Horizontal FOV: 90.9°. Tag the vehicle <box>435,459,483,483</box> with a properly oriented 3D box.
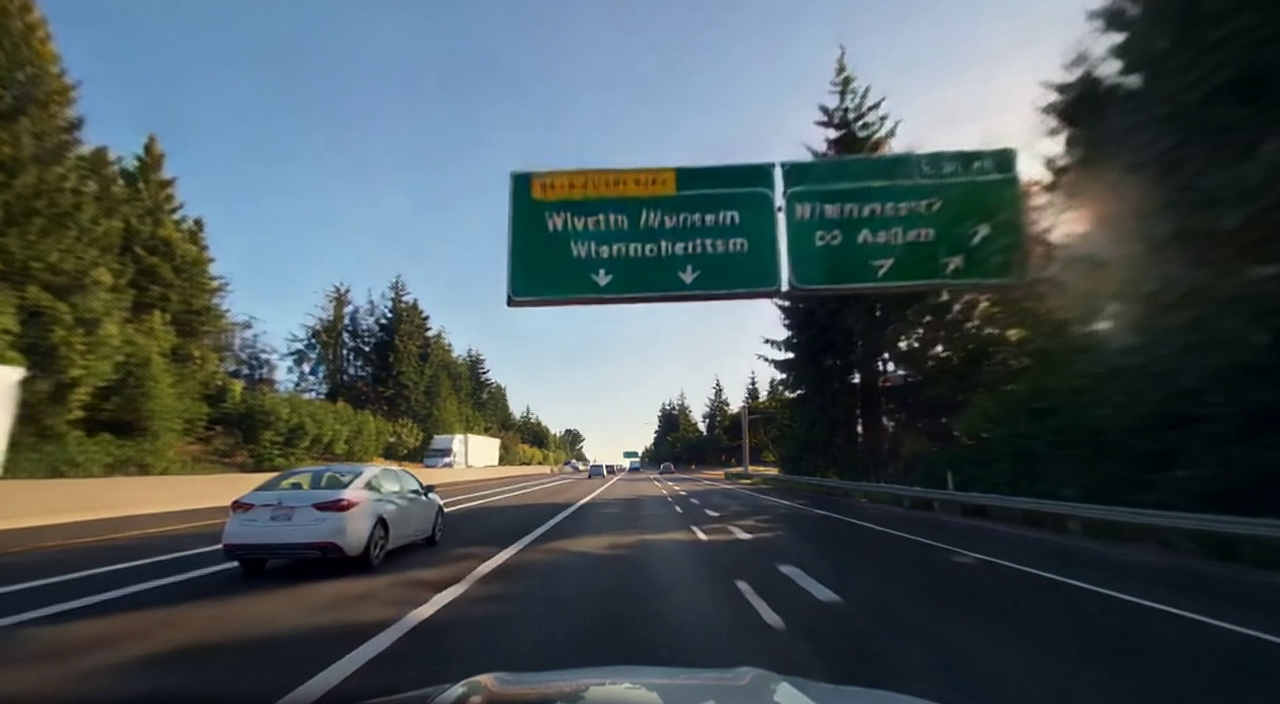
[{"bbox_3d":[-12.091,7.957,42.339,1.852,1.479,4.517,1,-10,0],"label":"vehicle"}]

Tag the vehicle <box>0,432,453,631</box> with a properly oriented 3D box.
[{"bbox_3d":[-3.798,1.754,7.009,1.998,1.427,4.462,1,-10,0],"label":"vehicle"}]
